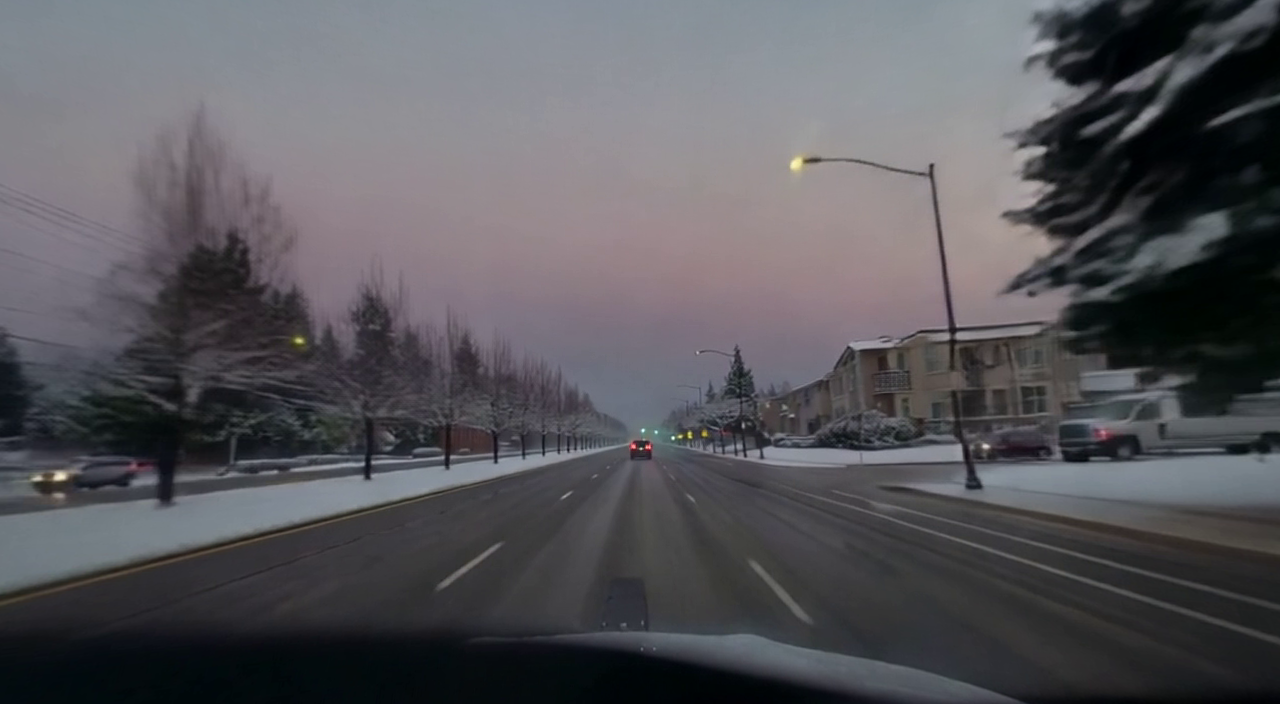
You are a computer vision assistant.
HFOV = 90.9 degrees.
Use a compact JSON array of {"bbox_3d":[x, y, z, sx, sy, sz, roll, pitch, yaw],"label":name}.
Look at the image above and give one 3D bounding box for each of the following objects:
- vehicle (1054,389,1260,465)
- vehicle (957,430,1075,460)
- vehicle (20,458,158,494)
[{"bbox_3d":[21.561,3.164,26.563,6.374,3.018,2.476,0,-8,-1],"label":"vehicle"},{"bbox_3d":[20.295,5.090,34.210,4.900,1.530,2.211,0,-10,1],"label":"vehicle"},{"bbox_3d":[-25.684,5.742,29.492,2.004,1.450,4.543,-8,-11,41],"label":"vehicle"}]
